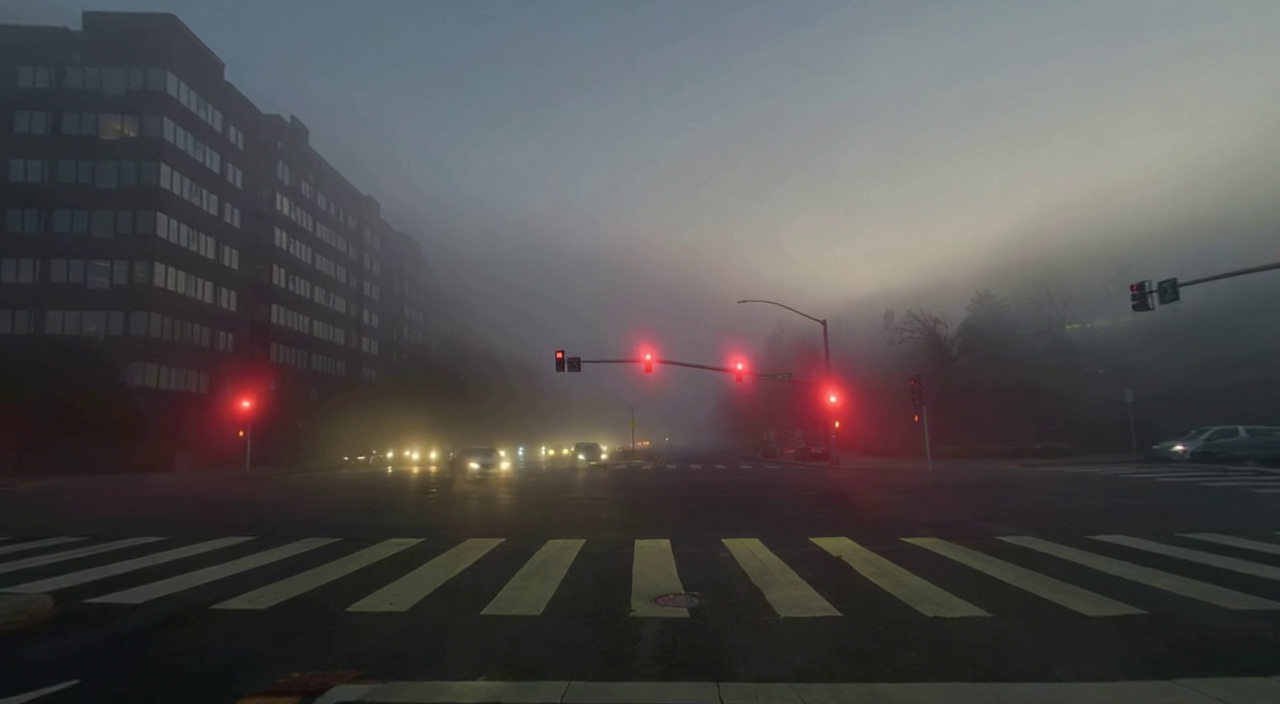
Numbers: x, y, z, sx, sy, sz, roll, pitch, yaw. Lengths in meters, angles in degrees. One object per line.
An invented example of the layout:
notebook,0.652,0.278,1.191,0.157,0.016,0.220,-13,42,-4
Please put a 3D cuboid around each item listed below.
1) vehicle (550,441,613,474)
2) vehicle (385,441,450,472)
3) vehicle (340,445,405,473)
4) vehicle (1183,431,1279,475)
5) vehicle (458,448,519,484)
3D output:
vehicle,-2.982,5.173,31.263,2.109,1.461,4.637,3,-9,-19
vehicle,-15.122,7.124,43.244,2.340,1.946,5.450,-1,-9,1
vehicle,-18.542,7.413,44.085,2.237,1.842,5.116,0,-9,0
vehicle,22.328,3.559,22.359,4.474,1.477,1.908,0,-9,-3
vehicle,-6.180,4.527,25.480,1.910,1.288,4.093,3,-9,-20
